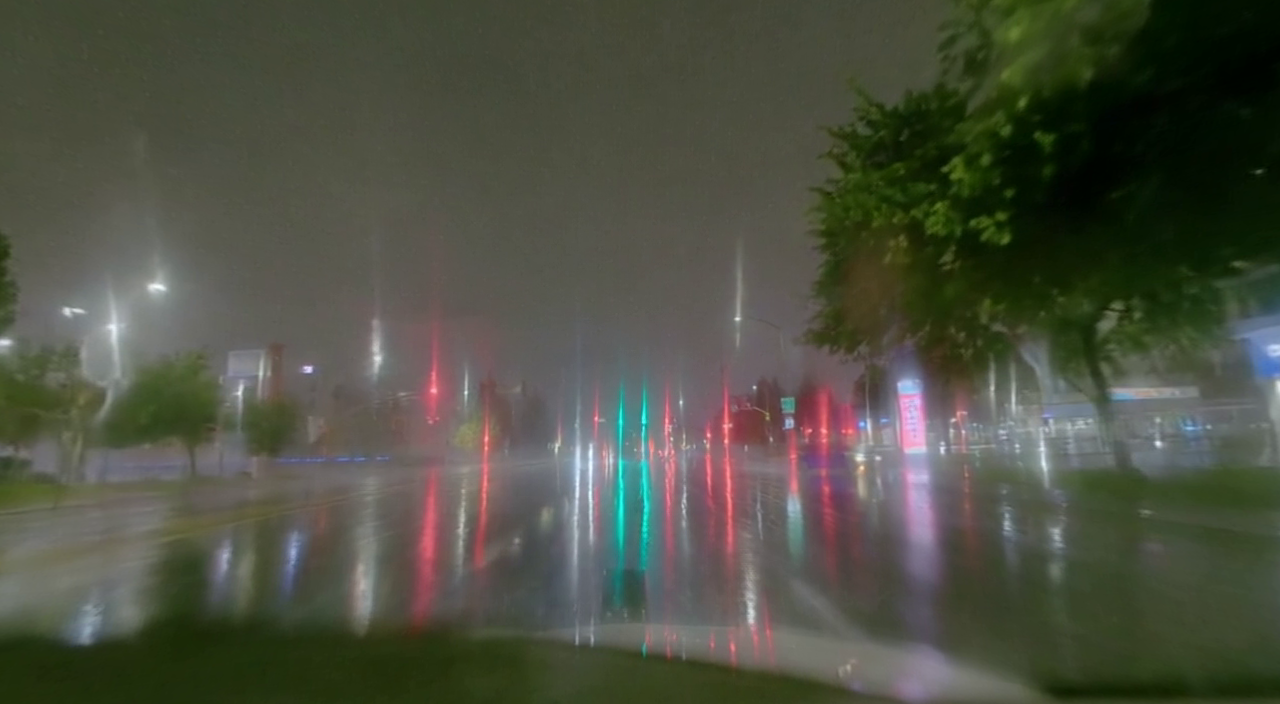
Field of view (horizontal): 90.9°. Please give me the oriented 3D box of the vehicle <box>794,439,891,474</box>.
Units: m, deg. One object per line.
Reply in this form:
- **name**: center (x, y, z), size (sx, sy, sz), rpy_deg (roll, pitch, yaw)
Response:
- **vehicle**: center (9.722, 5.033, 30.509), size (4.007, 1.591, 1.915), rpy_deg (-1, -8, 2)
